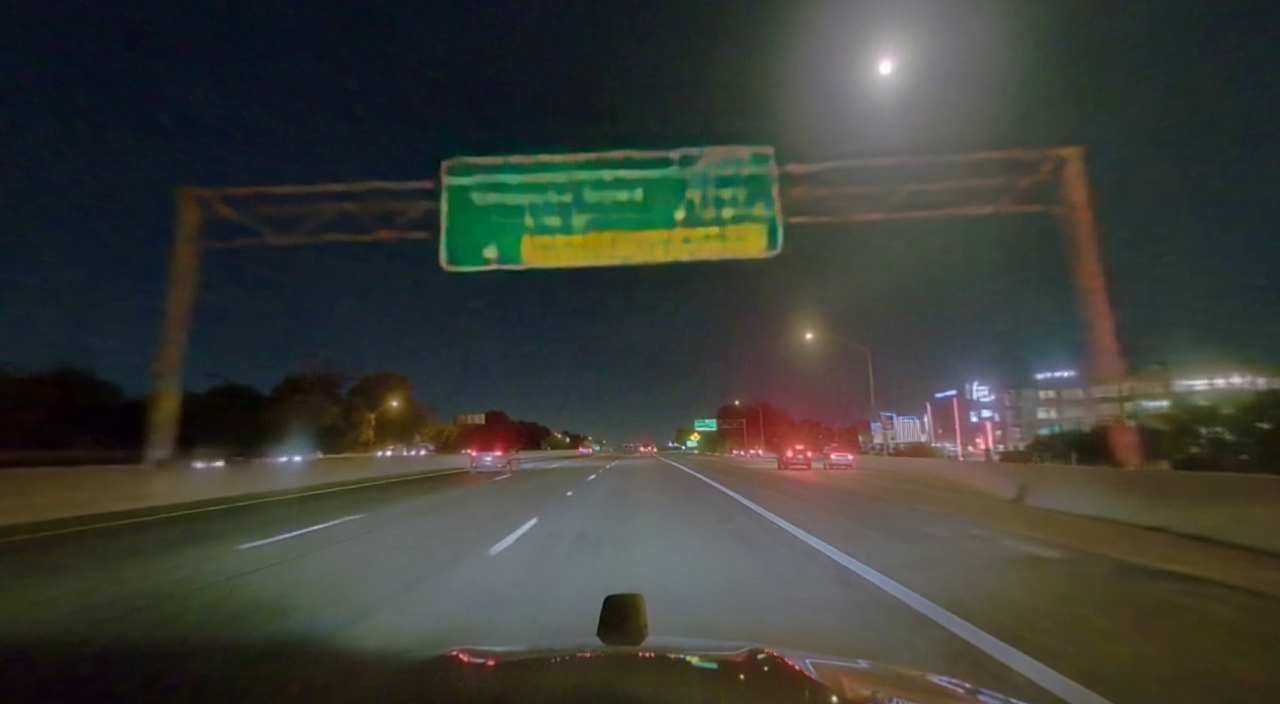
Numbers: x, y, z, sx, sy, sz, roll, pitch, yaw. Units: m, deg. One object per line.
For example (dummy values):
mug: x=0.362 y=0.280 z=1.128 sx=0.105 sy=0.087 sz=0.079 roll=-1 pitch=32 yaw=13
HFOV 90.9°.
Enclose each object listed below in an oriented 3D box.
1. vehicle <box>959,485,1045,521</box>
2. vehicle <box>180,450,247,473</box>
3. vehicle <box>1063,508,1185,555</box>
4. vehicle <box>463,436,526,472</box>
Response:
vehicle: x=21.407 y=8.898 z=37.542 sx=2.008 sy=1.658 sz=4.776 roll=0 pitch=-8 yaw=-5
vehicle: x=-31.454 y=8.046 z=46.666 sx=1.868 sy=1.536 sz=4.251 roll=0 pitch=-8 yaw=1
vehicle: x=22.164 y=8.209 z=29.162 sx=1.790 sy=1.475 sz=4.520 roll=0 pitch=-8 yaw=-4
vehicle: x=-7.222 y=5.103 z=31.719 sx=2.088 sy=1.678 sz=4.426 roll=0 pitch=-8 yaw=0
